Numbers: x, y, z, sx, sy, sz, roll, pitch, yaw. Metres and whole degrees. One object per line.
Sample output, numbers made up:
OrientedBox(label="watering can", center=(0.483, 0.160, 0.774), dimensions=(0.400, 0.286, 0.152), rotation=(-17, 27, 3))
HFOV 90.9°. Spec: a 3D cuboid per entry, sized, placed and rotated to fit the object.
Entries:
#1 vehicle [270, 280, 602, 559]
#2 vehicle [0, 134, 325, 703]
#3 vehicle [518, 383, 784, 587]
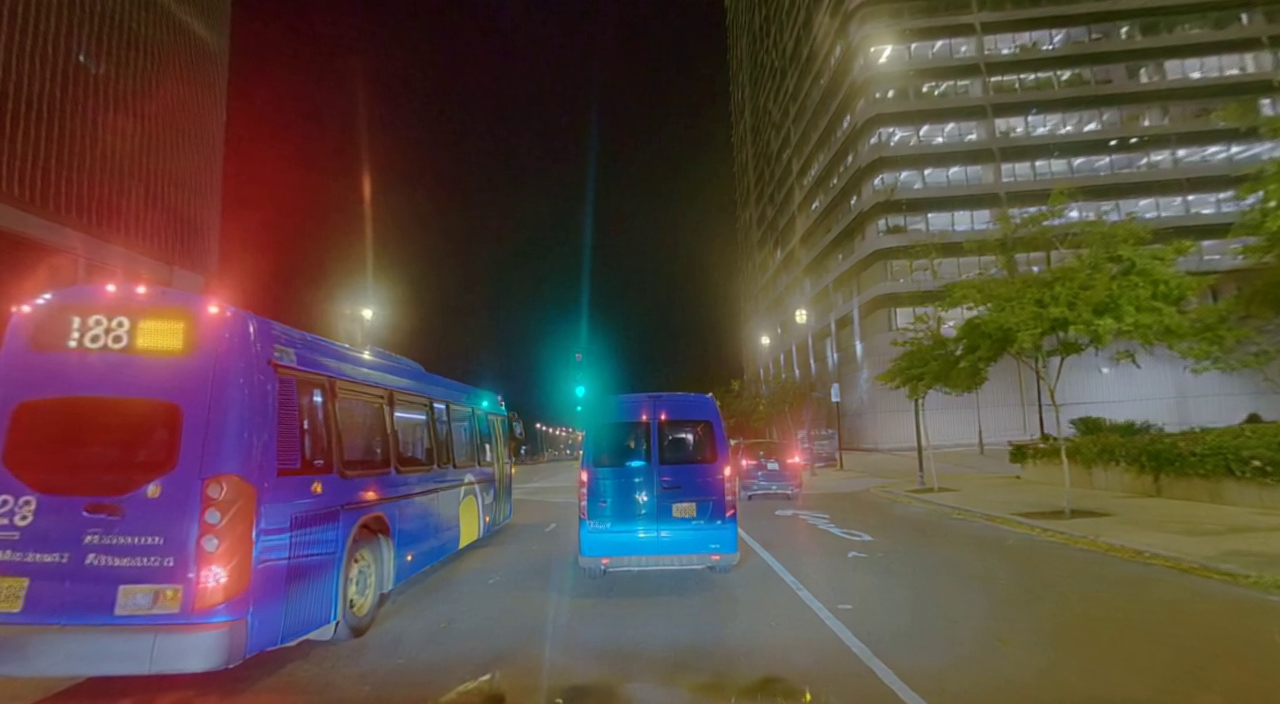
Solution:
OrientedBox(label="vehicle", center=(-2.896, 1.808, 14.596), dimensions=(3.042, 3.445, 13.615), rotation=(0, -9, 1))
OrientedBox(label="vehicle", center=(-2.751, 0.316, 0.203), dimensions=(2.329, 2.089, 5.659), rotation=(0, -9, 0))
OrientedBox(label="vehicle", center=(0.134, 1.581, 8.172), dimensions=(2.500, 1.912, 4.270), rotation=(0, -9, 1))
